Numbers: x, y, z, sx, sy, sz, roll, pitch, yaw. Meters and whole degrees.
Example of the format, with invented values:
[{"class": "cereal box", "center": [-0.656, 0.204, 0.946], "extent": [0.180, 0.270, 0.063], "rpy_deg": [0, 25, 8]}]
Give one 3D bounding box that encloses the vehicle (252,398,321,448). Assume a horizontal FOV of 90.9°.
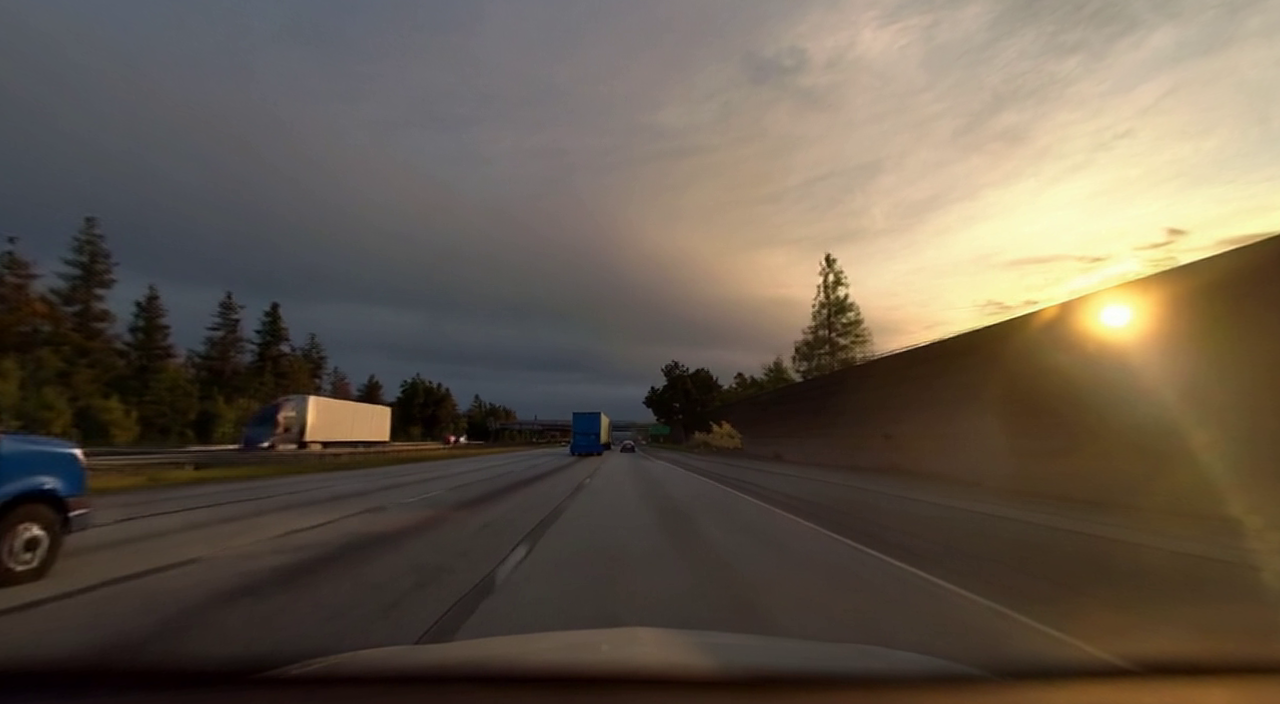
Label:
[{"class": "vehicle", "center": [-27.302, 5.551, 48.810], "extent": [3.342, 3.725, 3.185], "rpy_deg": [0, -8, -2]}]
